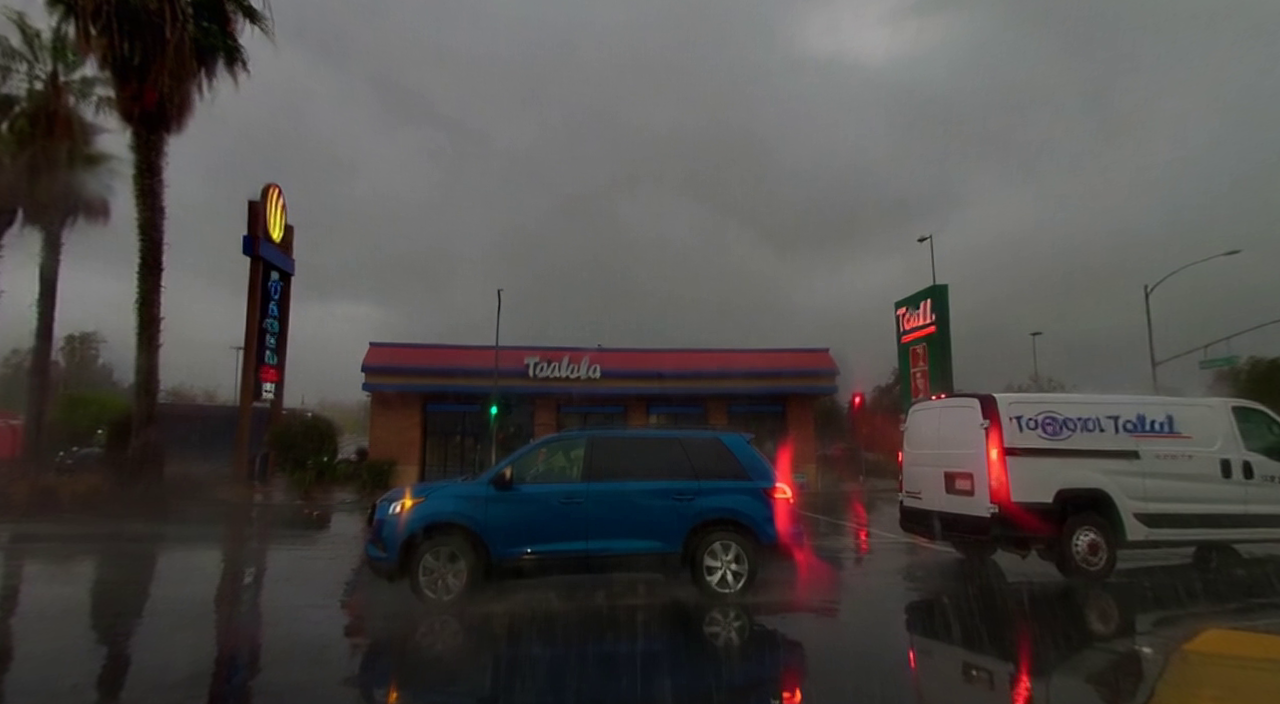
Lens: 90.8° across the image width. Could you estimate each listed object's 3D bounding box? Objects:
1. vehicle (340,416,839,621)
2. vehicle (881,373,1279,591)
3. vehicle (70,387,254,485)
[{"bbox_3d":[-0.485,1.626,6.852,4.493,1.728,2.137,1,-9,-9],"label":"vehicle"},{"bbox_3d":[6.647,1.537,8.037,6.246,2.202,2.277,1,-9,-7],"label":"vehicle"},{"bbox_3d":[-21.670,3.955,29.433,3.034,3.929,7.699,1,-9,-6],"label":"vehicle"}]
